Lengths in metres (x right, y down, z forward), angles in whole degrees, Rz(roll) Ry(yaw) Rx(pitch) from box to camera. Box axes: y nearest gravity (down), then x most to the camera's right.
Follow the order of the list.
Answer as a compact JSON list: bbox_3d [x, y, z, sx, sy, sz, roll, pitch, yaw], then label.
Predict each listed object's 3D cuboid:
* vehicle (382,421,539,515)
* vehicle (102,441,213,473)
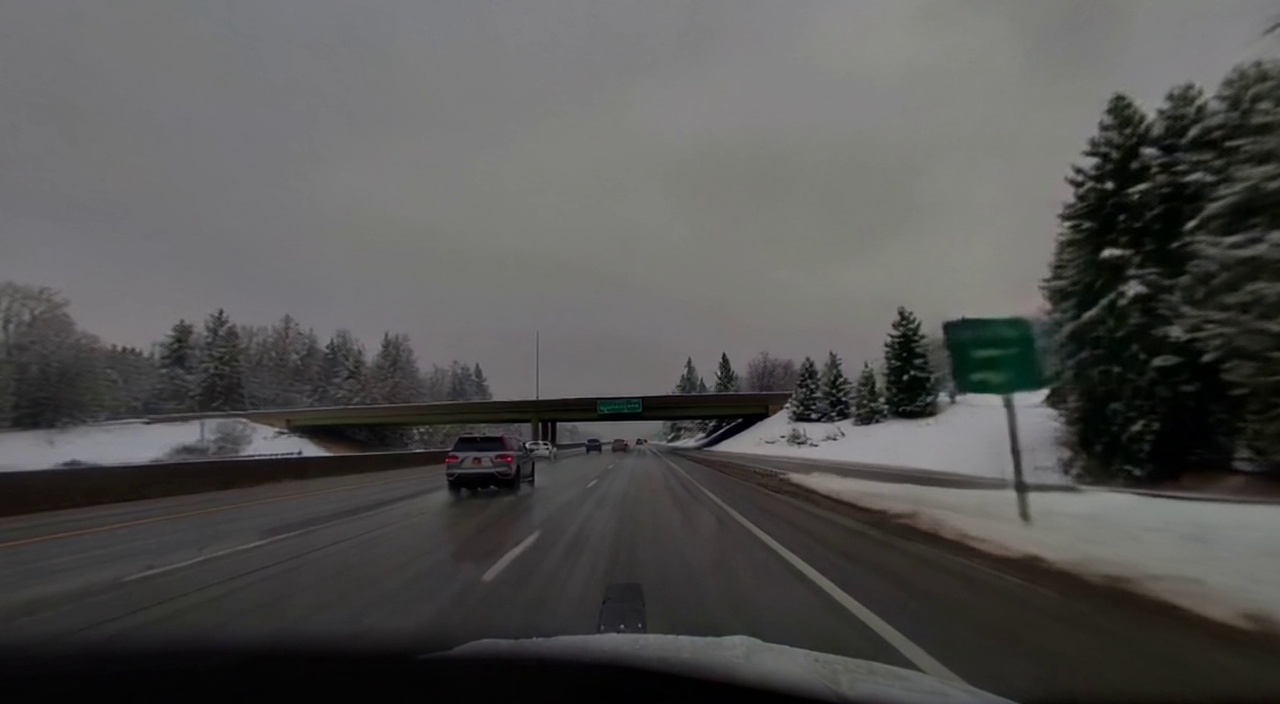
[{"bbox_3d":[-3.648,2.454,13.764,2.048,1.705,4.384,0,-8,1],"label":"vehicle"},{"bbox_3d":[-26.312,5.717,34.541,1.958,1.622,5.191,0,-8,1],"label":"vehicle"}]
